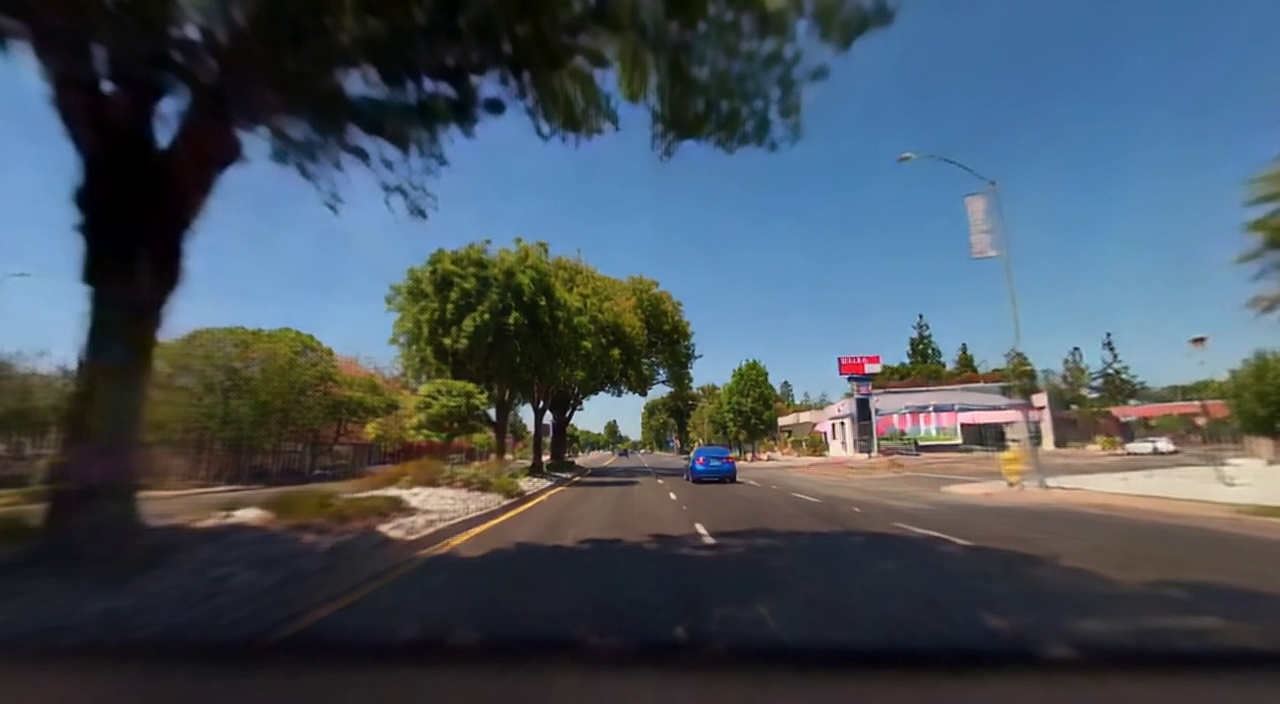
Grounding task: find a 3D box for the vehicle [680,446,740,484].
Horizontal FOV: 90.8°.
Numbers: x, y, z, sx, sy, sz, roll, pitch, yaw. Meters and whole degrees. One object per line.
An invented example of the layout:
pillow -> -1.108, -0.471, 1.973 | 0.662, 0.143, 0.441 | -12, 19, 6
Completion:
vehicle -> 2.802, 4.659, 26.394 | 1.929, 1.411, 4.284 | 0, -9, -1
